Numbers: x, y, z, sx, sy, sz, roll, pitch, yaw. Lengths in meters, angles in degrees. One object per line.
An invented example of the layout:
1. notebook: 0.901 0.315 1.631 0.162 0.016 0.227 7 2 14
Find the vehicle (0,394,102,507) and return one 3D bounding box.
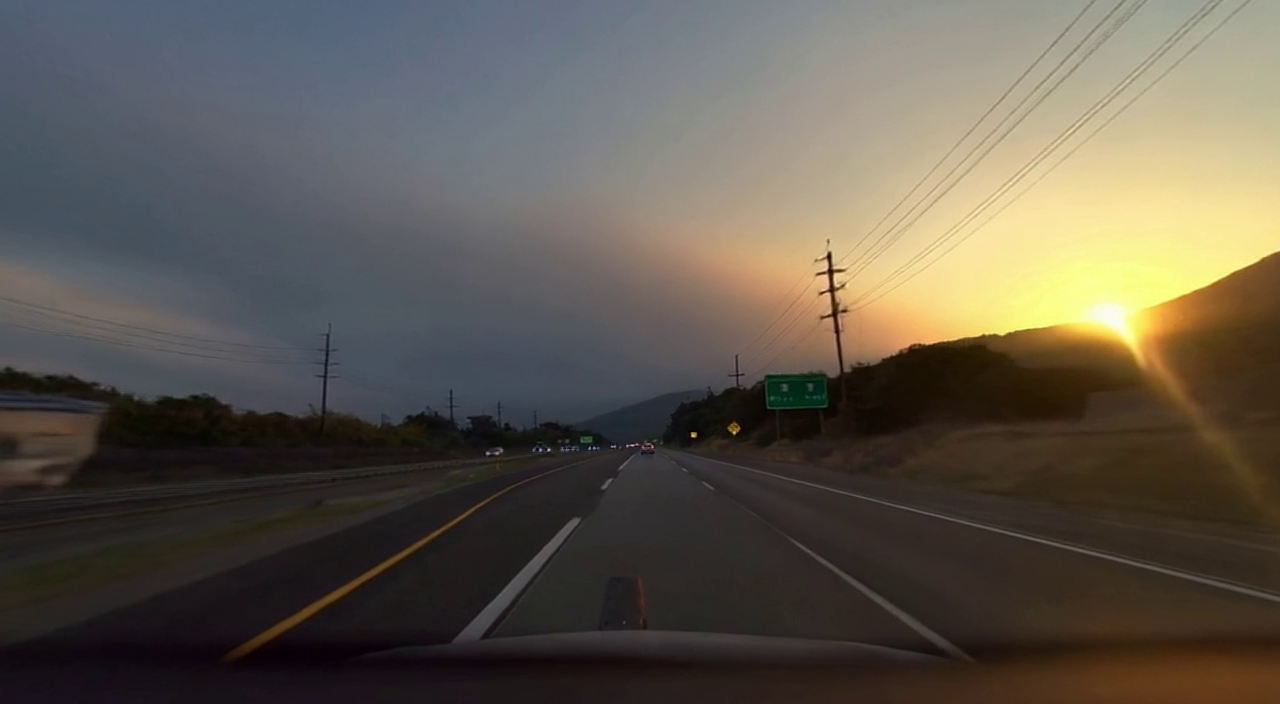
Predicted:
1. vehicle: -20.974 2.812 17.941 2.949 3.403 9.367 0 -8 0
